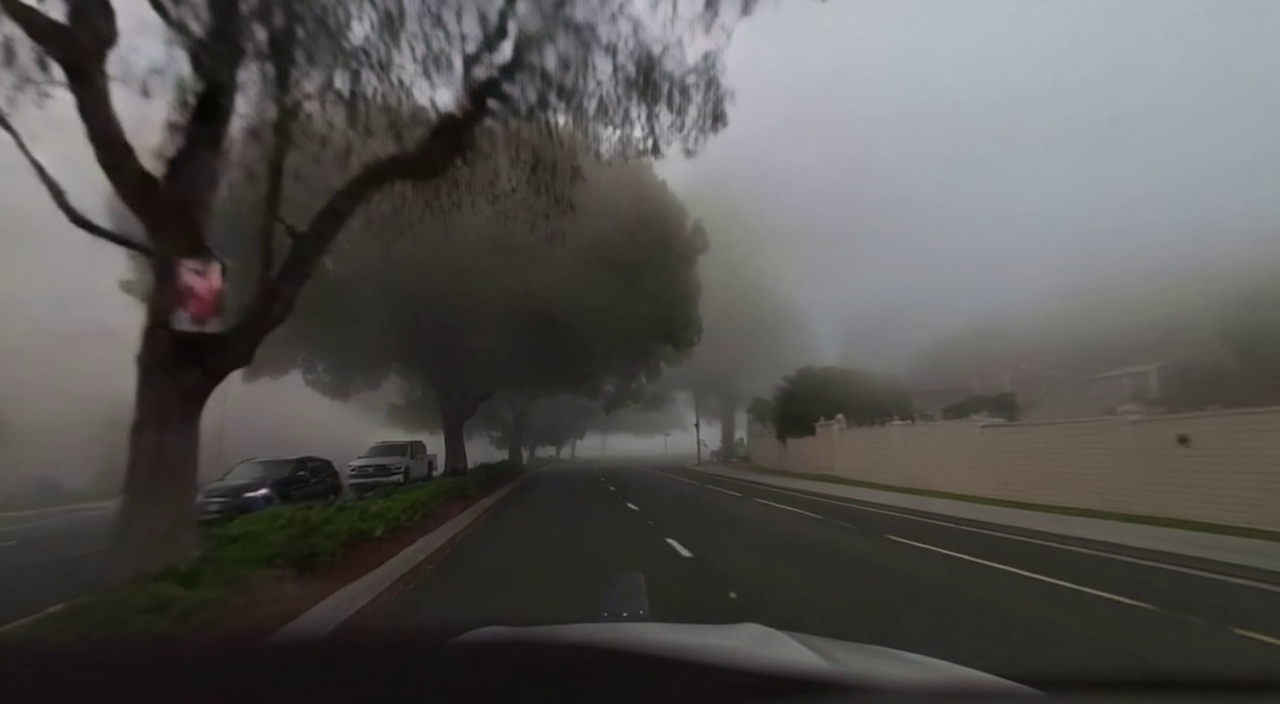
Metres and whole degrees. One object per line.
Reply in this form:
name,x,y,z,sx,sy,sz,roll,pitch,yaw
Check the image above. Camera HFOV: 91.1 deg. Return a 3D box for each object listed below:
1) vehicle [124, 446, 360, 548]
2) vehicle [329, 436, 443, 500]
vehicle,-6.948,2.500,11.640,1.888,1.476,4.286,1,-8,-6
vehicle,-8.095,3.694,20.598,2.196,1.809,4.857,1,-8,-6
